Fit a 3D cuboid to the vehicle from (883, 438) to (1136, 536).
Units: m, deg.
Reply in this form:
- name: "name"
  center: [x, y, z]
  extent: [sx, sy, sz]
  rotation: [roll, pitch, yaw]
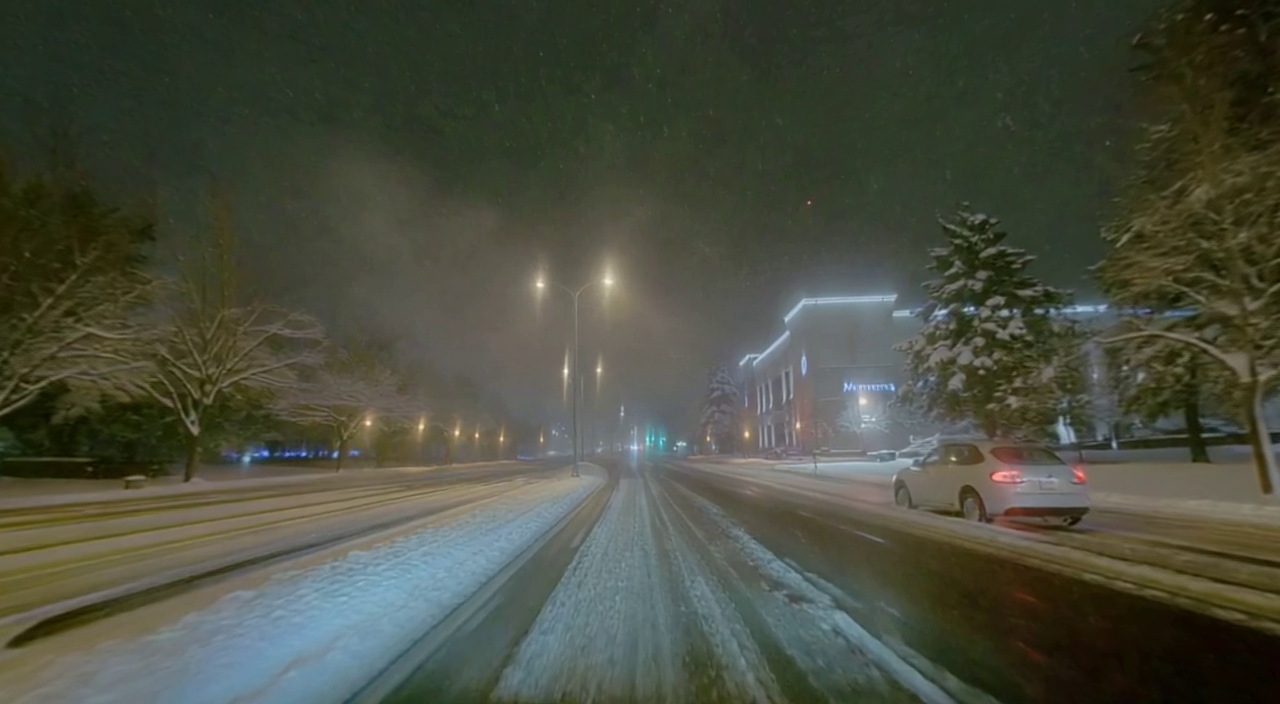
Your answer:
- name: "vehicle"
  center: [6.689, 2.456, 12.249]
  extent: [1.913, 1.504, 4.738]
  rotation: [0, -8, -2]
